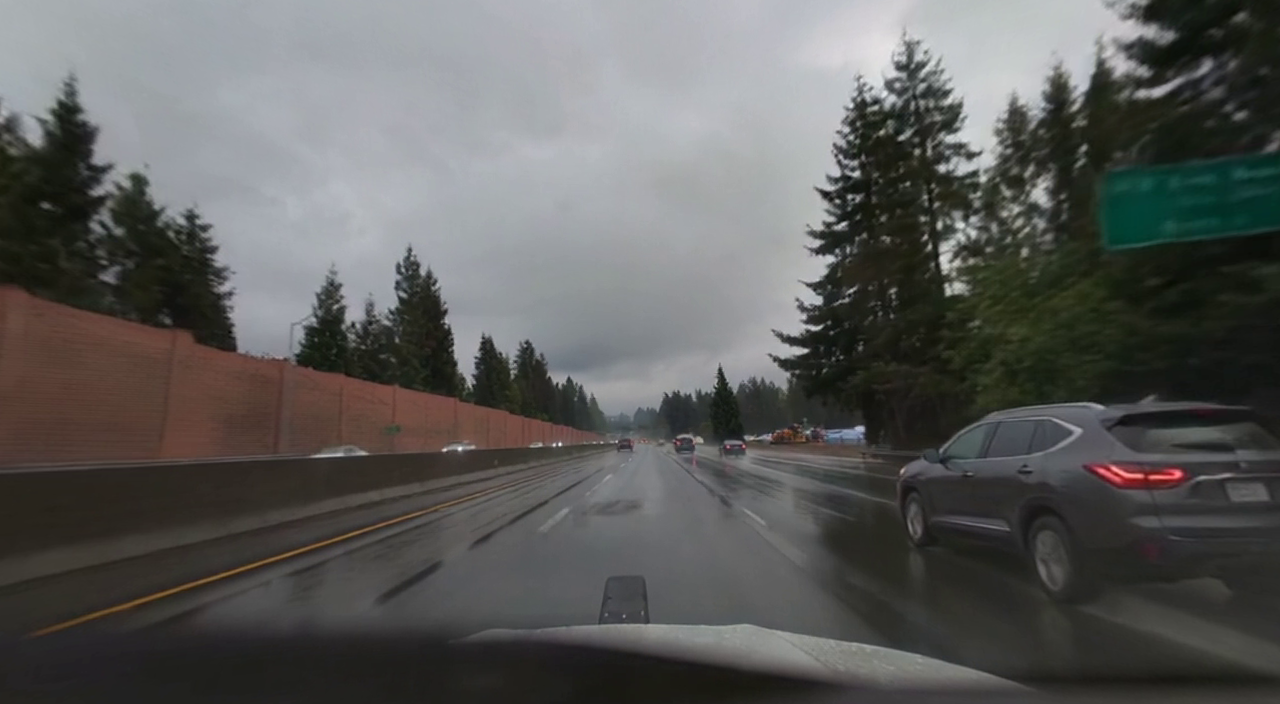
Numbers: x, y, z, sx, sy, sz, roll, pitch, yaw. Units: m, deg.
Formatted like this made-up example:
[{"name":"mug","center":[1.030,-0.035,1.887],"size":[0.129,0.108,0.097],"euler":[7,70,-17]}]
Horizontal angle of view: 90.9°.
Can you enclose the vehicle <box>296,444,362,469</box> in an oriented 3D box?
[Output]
[{"name":"vehicle","center":[-19.379,6.489,39.485],"size":[1.863,1.460,4.614],"euler":[0,-8,-1]}]

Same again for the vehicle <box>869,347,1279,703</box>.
[{"name":"vehicle","center":[3.936,1.194,5.383],"size":[2.190,1.783,4.637],"euler":[0,-8,0]}]
